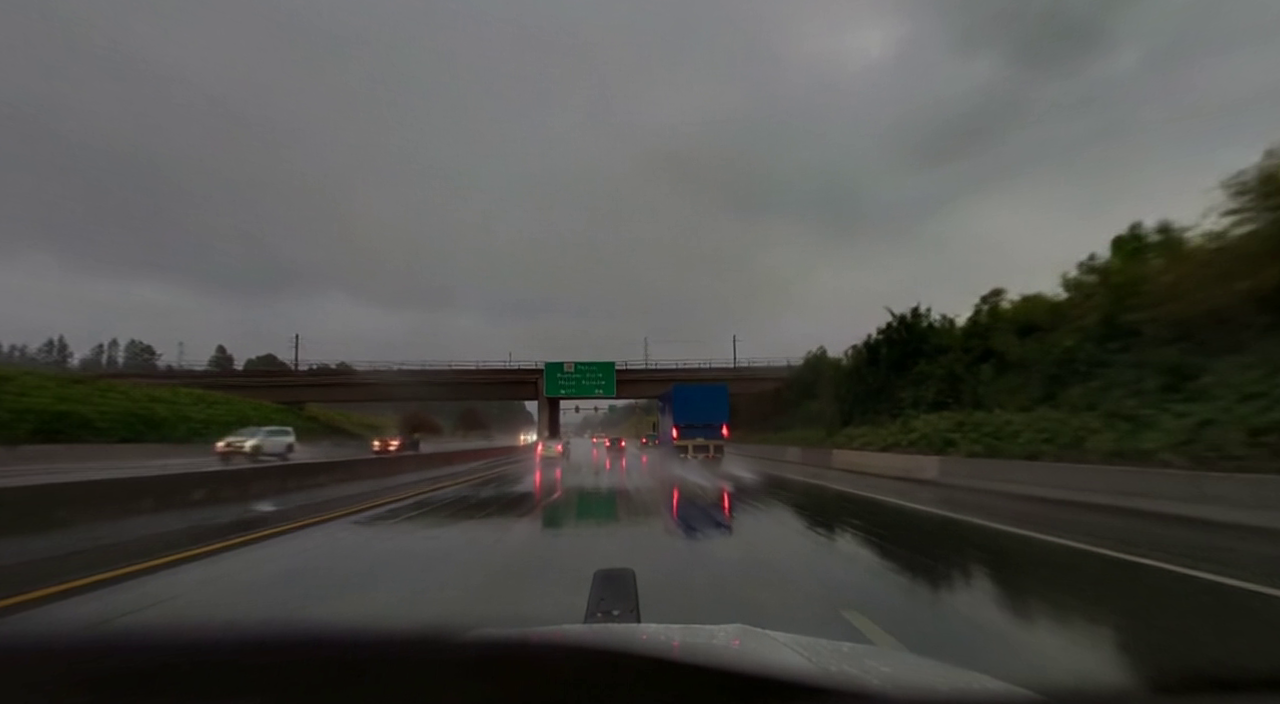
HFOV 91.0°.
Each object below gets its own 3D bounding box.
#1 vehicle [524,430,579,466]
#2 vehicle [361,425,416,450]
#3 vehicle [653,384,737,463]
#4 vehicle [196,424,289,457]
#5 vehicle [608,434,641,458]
[{"bbox_3d":[-4.535,5.000,32.905,2.377,1.747,4.703,0,-8,-2],"label":"vehicle"},{"bbox_3d":[-17.268,5.920,43.433,1.994,1.613,4.783,0,-8,-2],"label":"vehicle"},{"bbox_3d":[2.972,4.629,39.261,3.301,4.034,13.722,0,-8,-3],"label":"vehicle"},{"bbox_3d":[-20.652,4.650,32.986,2.036,1.558,4.580,0,-8,-3],"label":"vehicle"},{"bbox_3d":[-1.109,6.445,43.114,2.125,1.542,3.816,0,-8,-3],"label":"vehicle"}]
